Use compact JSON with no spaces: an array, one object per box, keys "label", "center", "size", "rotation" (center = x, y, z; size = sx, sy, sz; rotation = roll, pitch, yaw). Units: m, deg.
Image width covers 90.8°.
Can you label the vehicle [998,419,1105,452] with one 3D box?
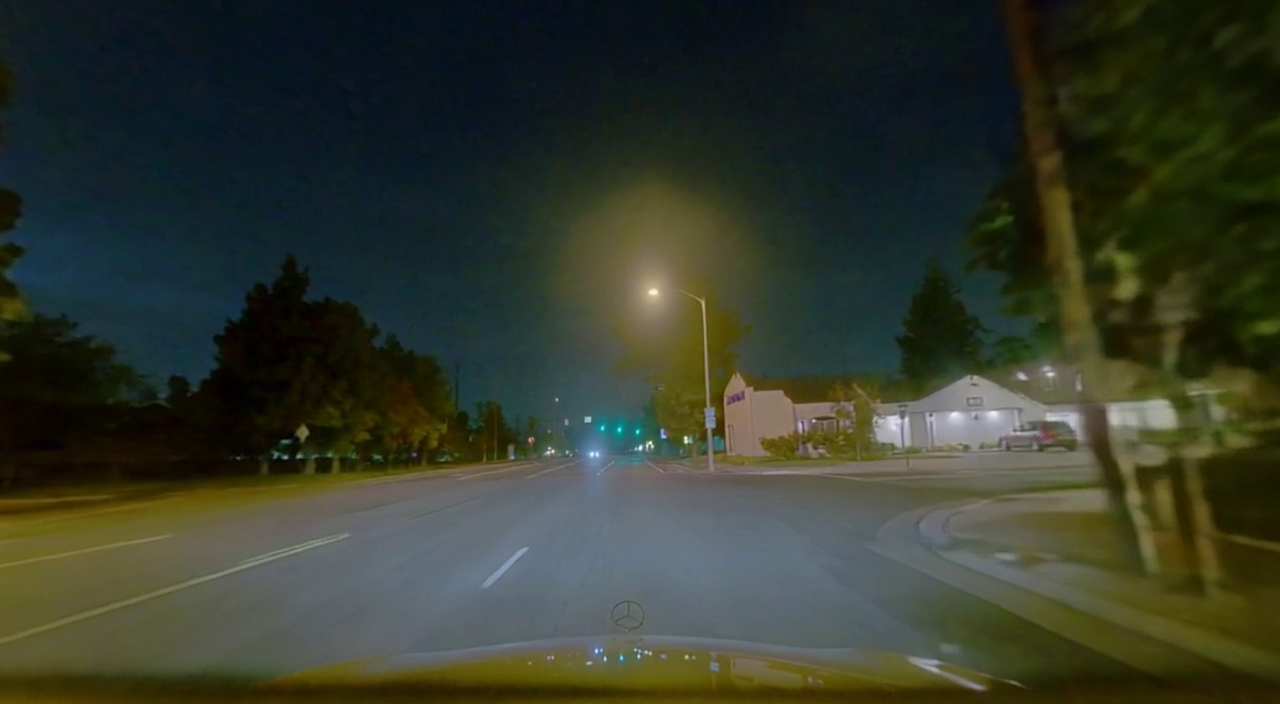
[{"label":"vehicle","center":[21.730,4.499,33.688],"size":[2.028,1.584,4.971],"rotation":[1,-9,-5]}]
